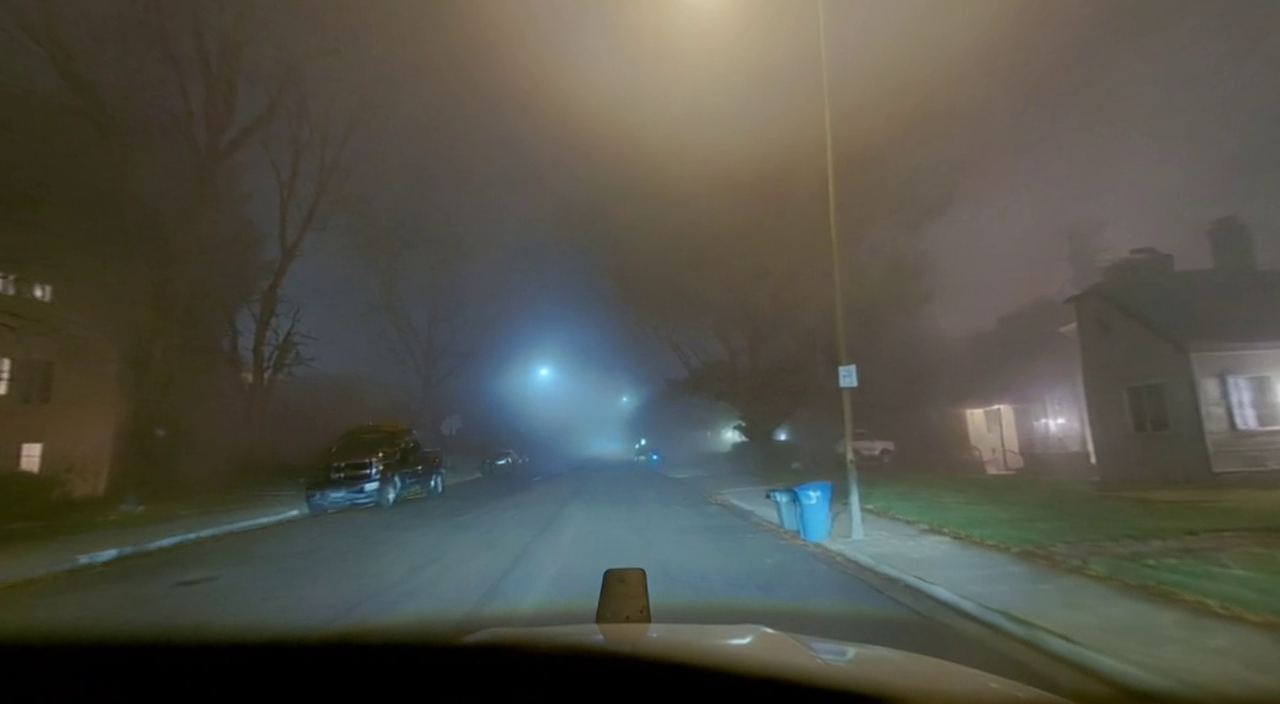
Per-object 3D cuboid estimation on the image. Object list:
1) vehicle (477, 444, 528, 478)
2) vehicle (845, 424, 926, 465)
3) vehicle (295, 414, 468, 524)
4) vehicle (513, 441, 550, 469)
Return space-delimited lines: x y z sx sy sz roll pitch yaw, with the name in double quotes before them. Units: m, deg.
"vehicle" -7.478 5.944 34.652 1.945 1.530 4.430 -4 -7 -4
"vehicle" 11.954 4.509 31.093 1.936 1.687 4.714 -4 -7 -1
"vehicle" -6.686 2.961 17.291 2.223 2.115 5.707 5 -4 0
"vehicle" -8.181 7.758 47.810 2.169 1.871 4.762 -3 -7 -4
